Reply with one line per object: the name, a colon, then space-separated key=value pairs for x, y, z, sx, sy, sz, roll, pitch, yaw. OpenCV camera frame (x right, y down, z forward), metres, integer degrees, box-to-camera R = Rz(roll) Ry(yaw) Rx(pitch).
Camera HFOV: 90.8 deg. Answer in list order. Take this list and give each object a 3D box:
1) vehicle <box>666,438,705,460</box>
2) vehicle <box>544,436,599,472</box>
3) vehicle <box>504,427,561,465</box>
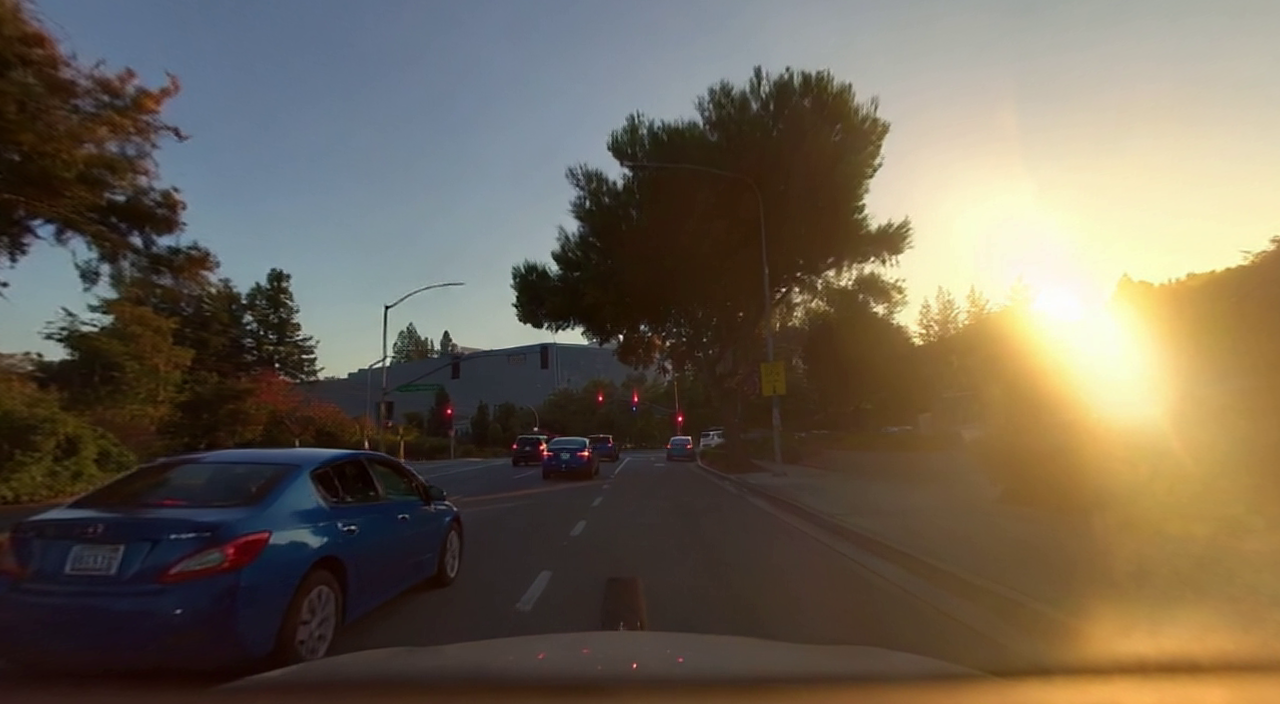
vehicle: x=3.079 y=6.455 z=42.104 sx=1.945 sy=1.410 sz=4.284 roll=-2 pitch=-9 yaw=13
vehicle: x=-2.997 y=4.591 z=28.537 sx=1.979 sy=1.492 sz=3.930 roll=0 pitch=-9 yaw=1
vehicle: x=-6.139 y=5.484 z=36.786 sx=2.390 sy=2.020 sz=5.085 roll=0 pitch=-9 yaw=0
